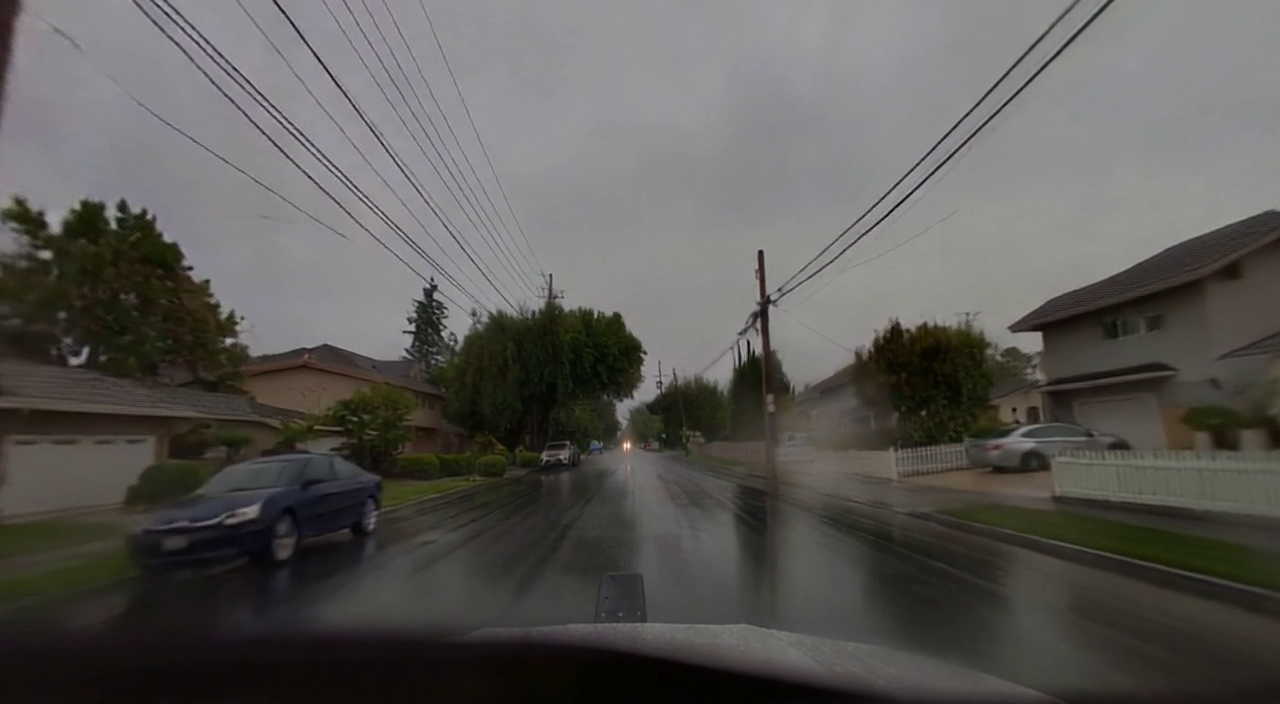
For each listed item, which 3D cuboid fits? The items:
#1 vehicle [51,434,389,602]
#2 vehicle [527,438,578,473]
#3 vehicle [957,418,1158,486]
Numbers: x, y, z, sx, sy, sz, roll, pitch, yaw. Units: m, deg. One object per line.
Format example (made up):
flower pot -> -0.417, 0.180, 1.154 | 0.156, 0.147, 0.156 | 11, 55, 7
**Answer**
vehicle -> -5.420, 2.083, 9.023 | 1.970, 1.666, 4.223 | -3, -7, 0
vehicle -> -5.753, 6.899, 42.336 | 2.411, 1.979, 5.915 | -5, -8, -1
vehicle -> 11.827, 2.865, 18.204 | 4.226, 1.679, 1.983 | -3, -8, 7
